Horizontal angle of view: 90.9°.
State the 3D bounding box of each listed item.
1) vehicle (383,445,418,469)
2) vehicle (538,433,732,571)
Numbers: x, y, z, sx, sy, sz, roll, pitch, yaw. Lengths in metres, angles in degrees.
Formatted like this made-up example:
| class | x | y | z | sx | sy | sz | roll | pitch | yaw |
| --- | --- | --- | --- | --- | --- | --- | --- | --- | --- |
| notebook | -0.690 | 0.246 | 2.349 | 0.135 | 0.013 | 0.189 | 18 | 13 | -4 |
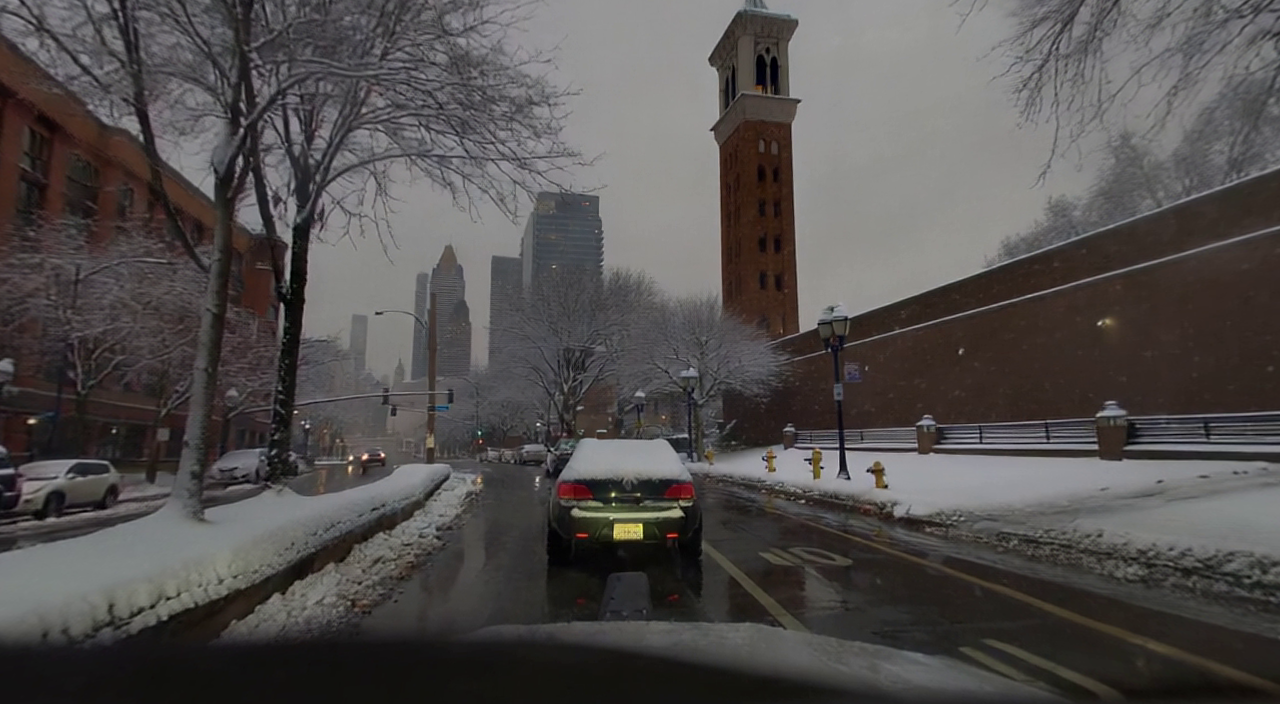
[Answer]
| class | x | y | z | sx | sy | sz | roll | pitch | yaw |
| --- | --- | --- | --- | --- | --- | --- | --- | --- | --- |
| vehicle | -18.840 | 8.232 | 49.715 | 2.155 | 1.802 | 4.520 | 2 | -9 | -16 |
| vehicle | -0.244 | 1.943 | 9.019 | 2.142 | 1.475 | 4.051 | 1 | -8 | -6 |
